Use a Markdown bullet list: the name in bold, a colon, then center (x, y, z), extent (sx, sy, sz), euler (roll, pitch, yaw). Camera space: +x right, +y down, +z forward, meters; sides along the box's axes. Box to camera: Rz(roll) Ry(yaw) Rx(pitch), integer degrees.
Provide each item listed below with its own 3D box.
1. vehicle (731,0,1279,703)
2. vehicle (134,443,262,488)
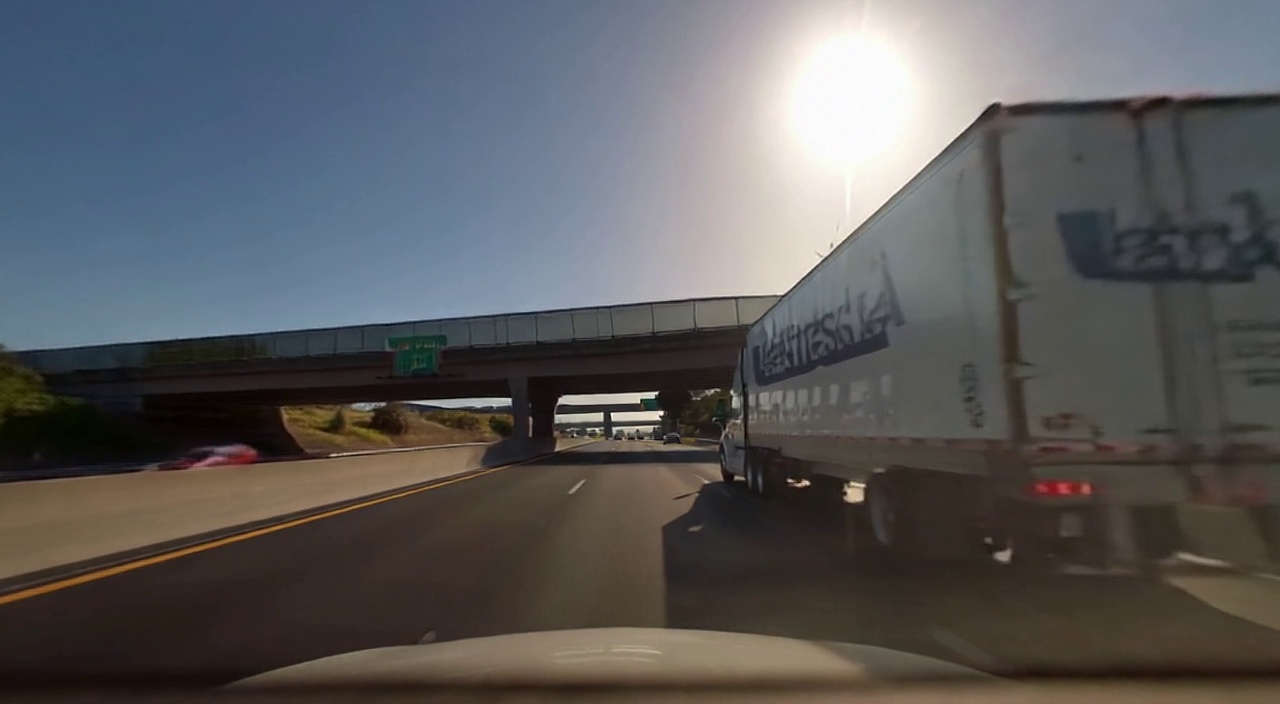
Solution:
- **vehicle**: center (4.058, 0.613, 9.794), extent (2.920, 4.029, 13.900), euler (0, -8, -1)
- **vehicle**: center (-16.636, 4.249, 23.972), extent (1.900, 1.520, 4.141), euler (0, -8, 0)
